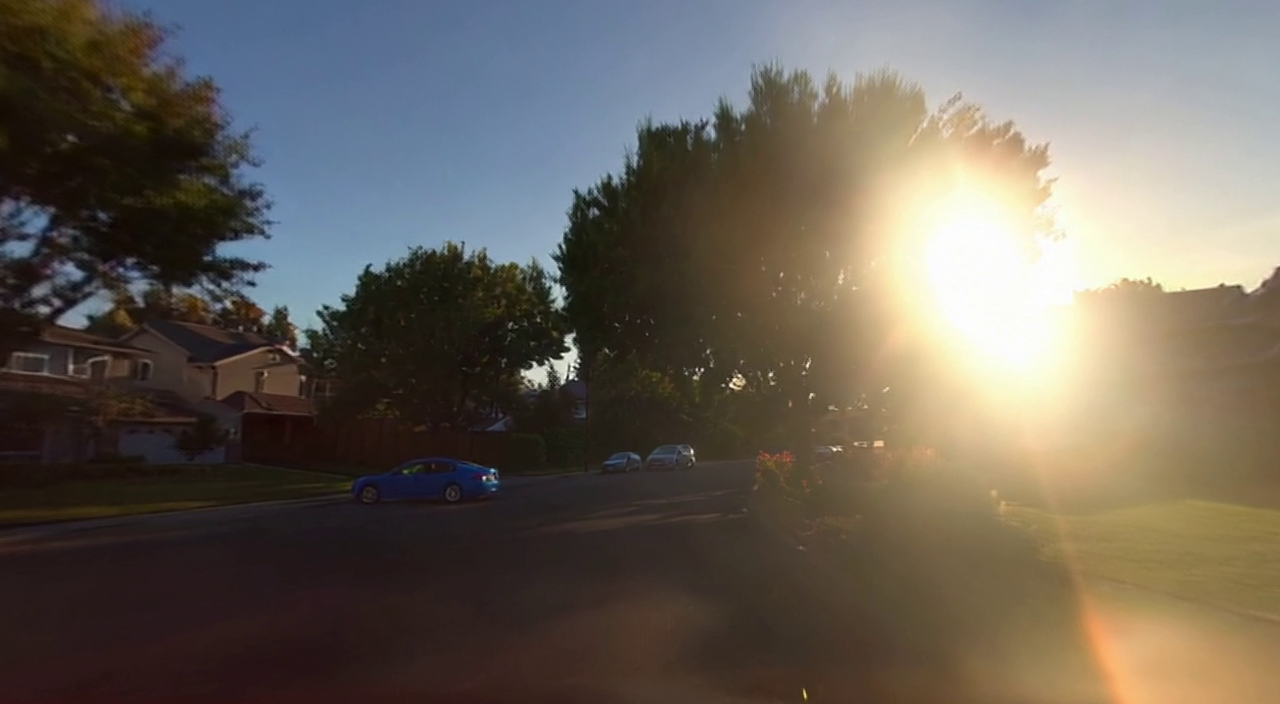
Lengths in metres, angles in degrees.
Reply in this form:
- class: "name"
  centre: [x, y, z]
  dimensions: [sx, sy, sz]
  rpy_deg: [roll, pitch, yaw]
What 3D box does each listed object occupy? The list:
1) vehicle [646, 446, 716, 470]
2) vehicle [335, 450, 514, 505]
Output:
- class: "vehicle"
  centre: [2.966, 7.651, 45.905]
  dimensions: [4.692, 1.660, 1.879]
  rpy_deg: [-3, -9, 20]
- class: "vehicle"
  centre: [-6.319, 3.691, 18.798]
  dimensions: [4.653, 1.480, 1.871]
  rpy_deg: [-2, -9, 9]
